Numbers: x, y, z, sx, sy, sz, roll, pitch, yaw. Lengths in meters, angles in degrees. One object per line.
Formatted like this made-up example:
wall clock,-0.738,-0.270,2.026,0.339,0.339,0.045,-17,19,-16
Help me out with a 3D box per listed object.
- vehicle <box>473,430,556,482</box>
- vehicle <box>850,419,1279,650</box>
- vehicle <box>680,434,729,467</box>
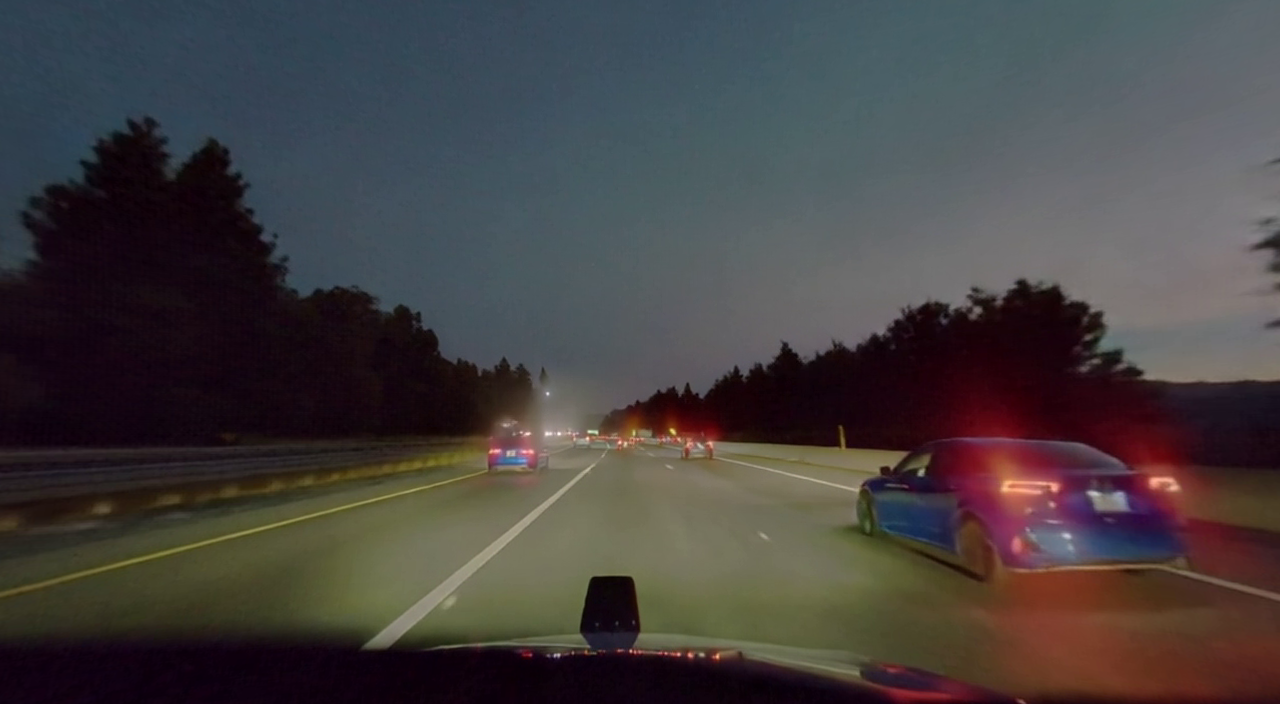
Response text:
vehicle,-4.016,3.380,20.903,1.941,1.529,4.111,0,-8,-1
vehicle,3.734,1.457,6.115,1.986,1.488,3.867,0,-8,-1
vehicle,3.139,4.849,31.365,1.883,1.536,3.792,1,-8,-3
